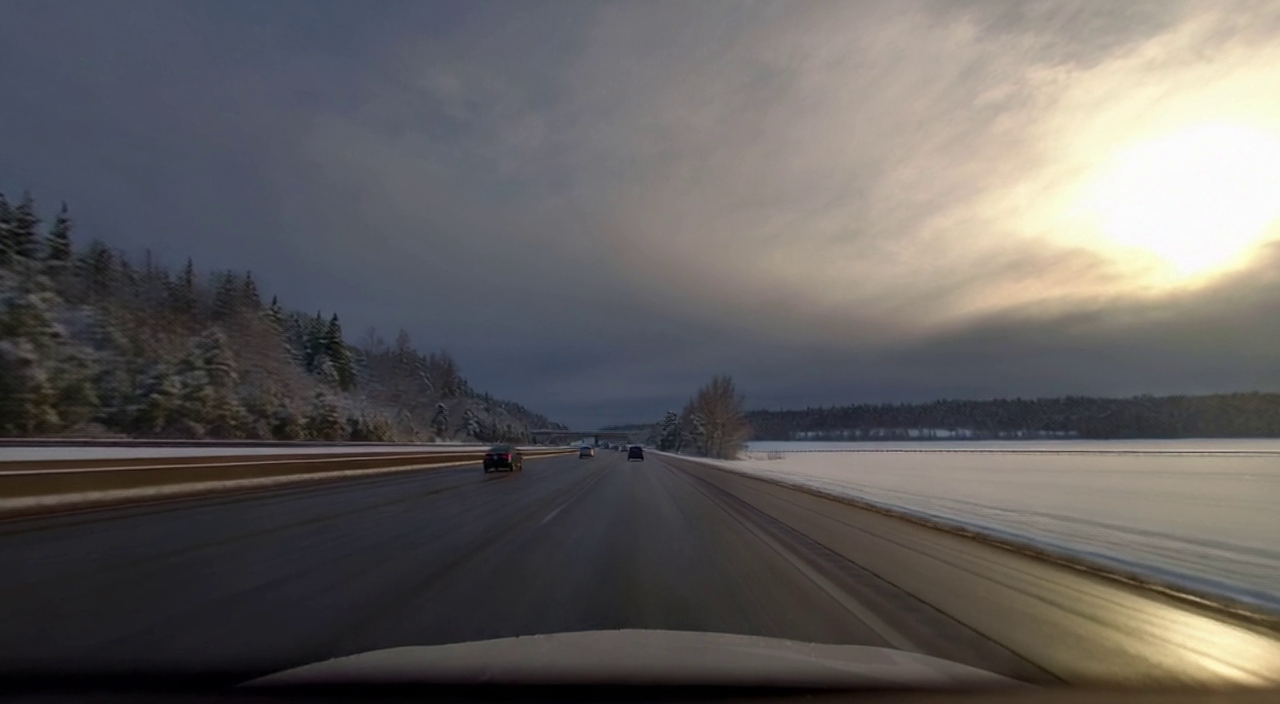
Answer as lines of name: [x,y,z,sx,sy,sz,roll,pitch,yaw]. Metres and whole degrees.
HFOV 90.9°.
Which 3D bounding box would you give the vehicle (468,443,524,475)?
vehicle: [-7.514,5.614,33.334,1.972,1.603,3.891,0,-8,1]
